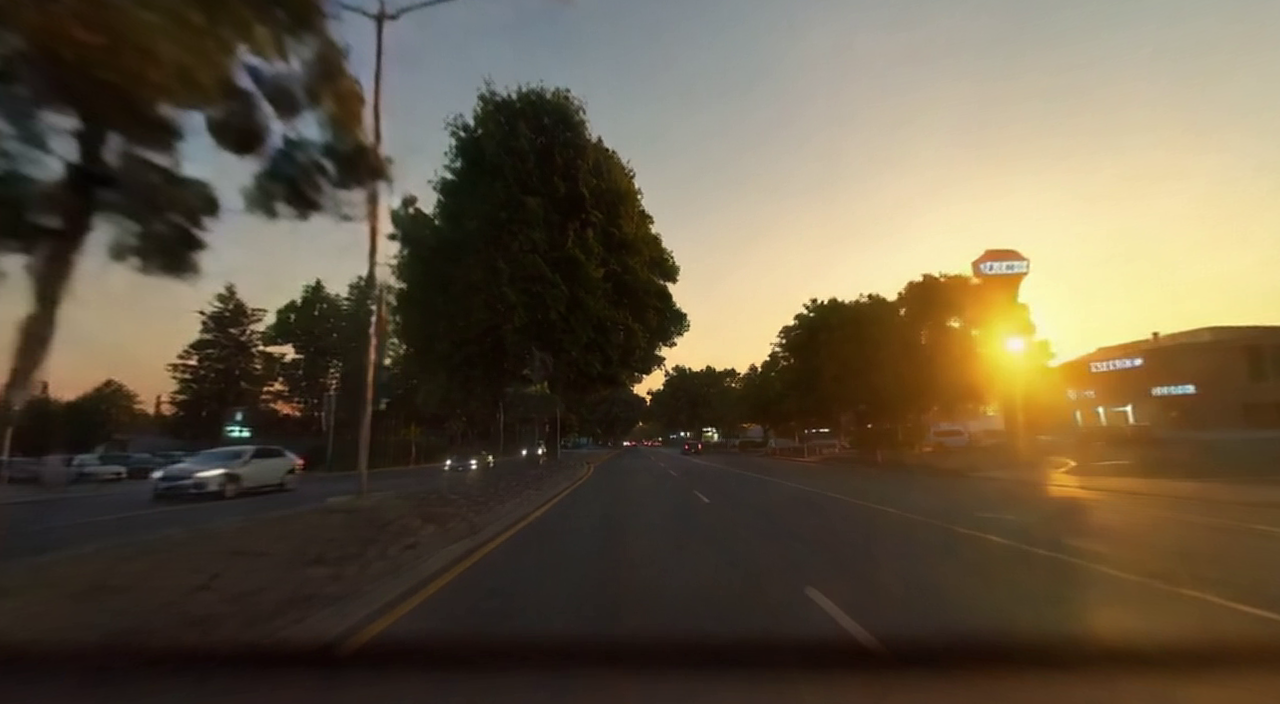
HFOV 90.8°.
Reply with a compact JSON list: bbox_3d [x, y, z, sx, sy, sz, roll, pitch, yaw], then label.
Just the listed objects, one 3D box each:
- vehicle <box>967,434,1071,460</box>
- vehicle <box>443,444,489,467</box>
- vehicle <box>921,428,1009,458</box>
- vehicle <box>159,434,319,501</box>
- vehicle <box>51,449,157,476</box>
[{"bbox_3d":[22.316,5.622,37.373,4.724,1.471,2.203,0,-8,-2],"label":"vehicle"},{"bbox_3d":[-11.983,7.146,43.840,1.937,1.508,4.650,0,-8,-1],"label":"vehicle"},{"bbox_3d":[22.624,6.362,44.185,4.824,1.976,2.281,-1,-8,2],"label":"vehicle"},{"bbox_3d":[-11.659,3.362,18.808,1.985,1.715,4.330,0,-8,-2],"label":"vehicle"},{"bbox_3d":[-30.869,6.370,36.498,4.308,1.474,1.917,0,-8,-2],"label":"vehicle"}]
